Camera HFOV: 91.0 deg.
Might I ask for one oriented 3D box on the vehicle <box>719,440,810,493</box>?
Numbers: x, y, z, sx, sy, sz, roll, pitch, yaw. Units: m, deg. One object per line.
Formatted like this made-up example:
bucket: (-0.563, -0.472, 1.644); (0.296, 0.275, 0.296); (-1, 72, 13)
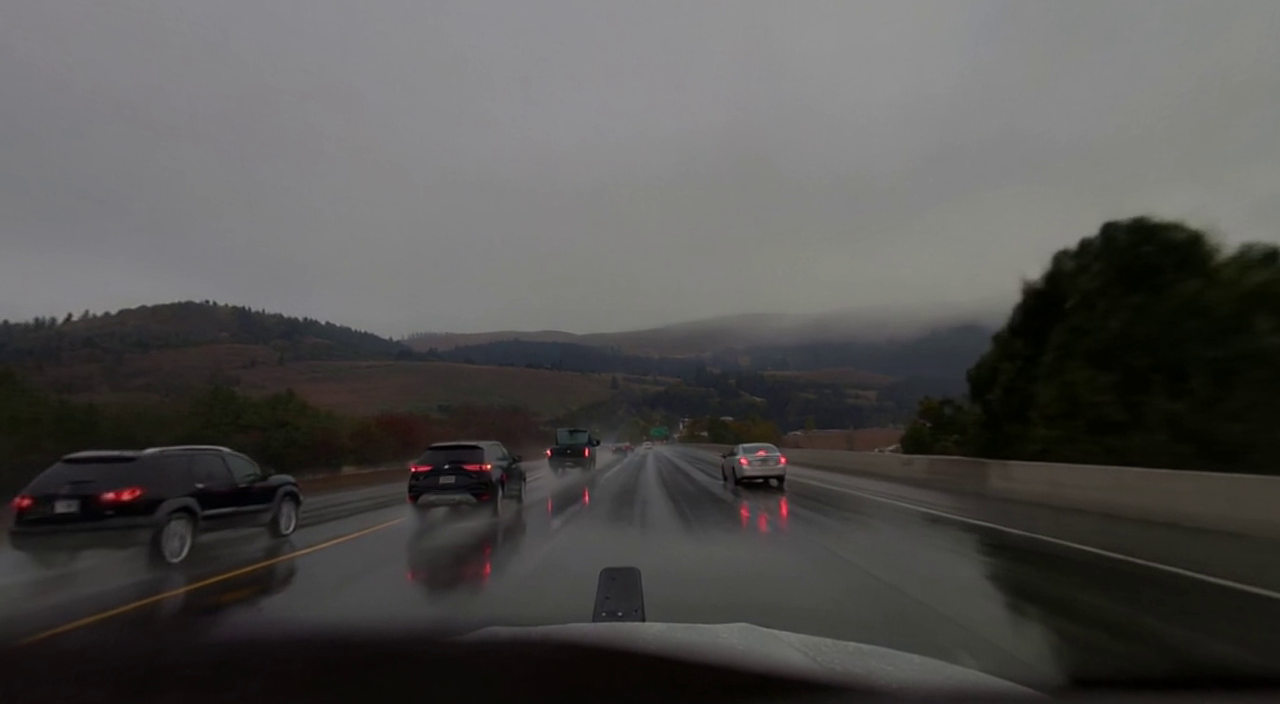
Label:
vehicle: (4.044, 3.795, 21.321); (2.071, 1.570, 4.637); (0, -8, 0)

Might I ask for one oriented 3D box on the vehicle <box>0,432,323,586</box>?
vehicle: (-6.913, 2.040, 9.179); (2.084, 1.639, 4.648); (0, -8, 1)

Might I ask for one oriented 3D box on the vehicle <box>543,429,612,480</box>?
vehicle: (-2.769, 4.774, 29.492); (2.494, 2.136, 5.539); (0, -8, 2)

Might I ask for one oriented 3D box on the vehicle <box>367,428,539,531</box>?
vehicle: (-3.503, 2.473, 12.789); (2.080, 1.716, 4.207); (0, -8, 2)
